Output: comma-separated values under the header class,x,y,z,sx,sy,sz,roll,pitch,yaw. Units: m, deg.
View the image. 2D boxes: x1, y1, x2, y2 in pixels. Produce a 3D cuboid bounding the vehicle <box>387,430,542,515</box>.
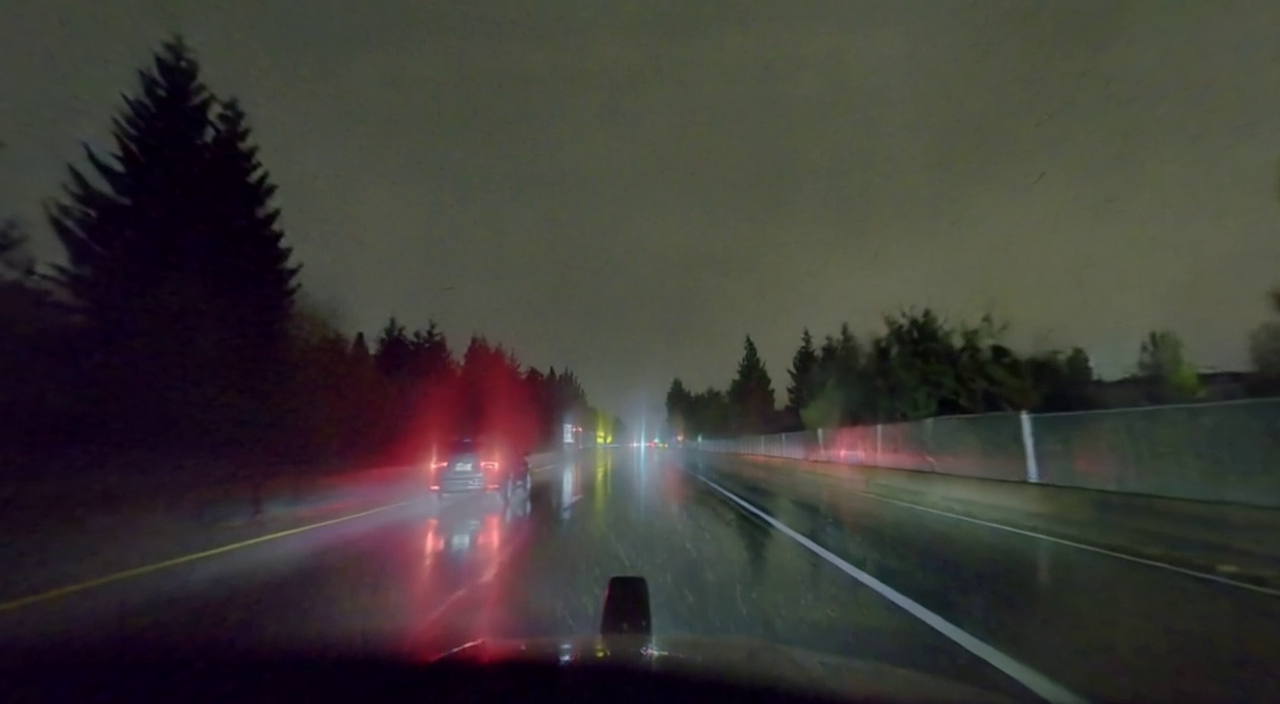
class,x,y,z,sx,sy,sz,roll,pitch,yaw
vehicle,-3.537,2.509,13.658,2.051,1.531,4.250,0,-8,1
